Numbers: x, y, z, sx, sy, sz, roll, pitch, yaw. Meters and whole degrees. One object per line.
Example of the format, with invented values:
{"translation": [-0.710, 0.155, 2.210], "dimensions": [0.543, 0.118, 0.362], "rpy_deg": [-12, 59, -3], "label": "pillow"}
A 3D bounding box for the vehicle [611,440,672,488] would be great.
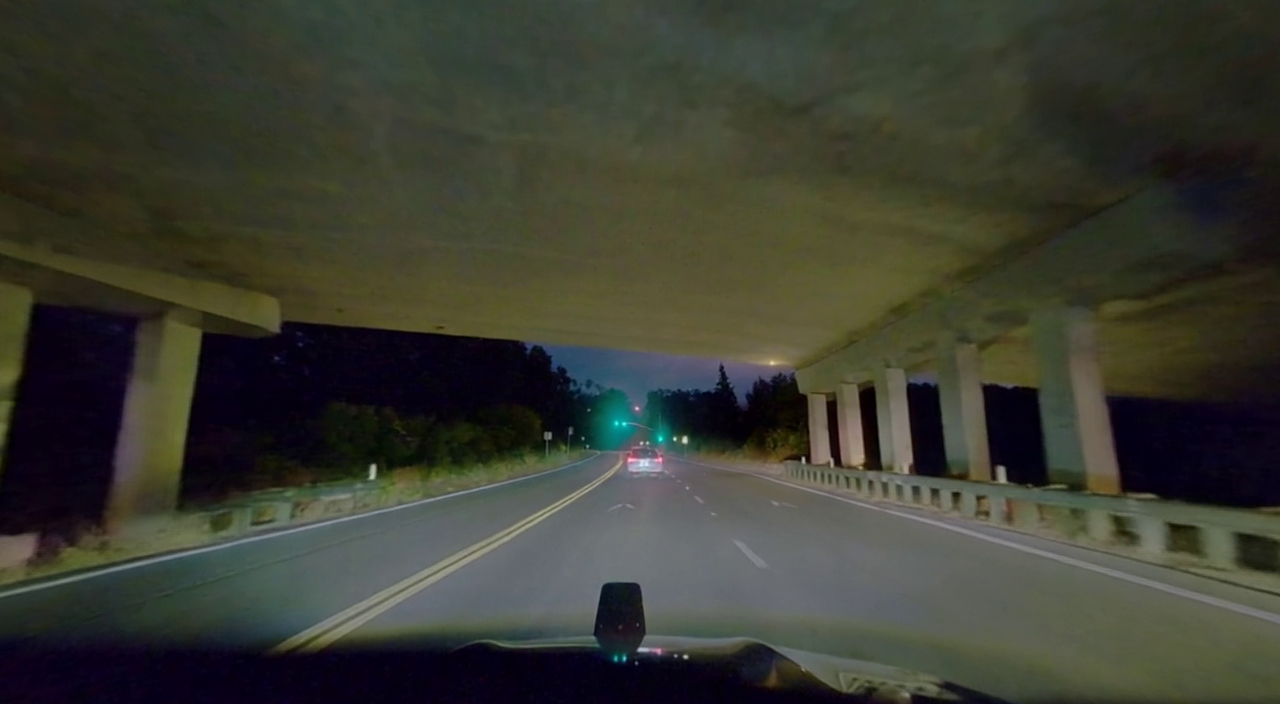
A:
{"translation": [0.076, 4.036, 22.921], "dimensions": [2.037, 1.601, 3.643], "rpy_deg": [0, -9, 1], "label": "vehicle"}
